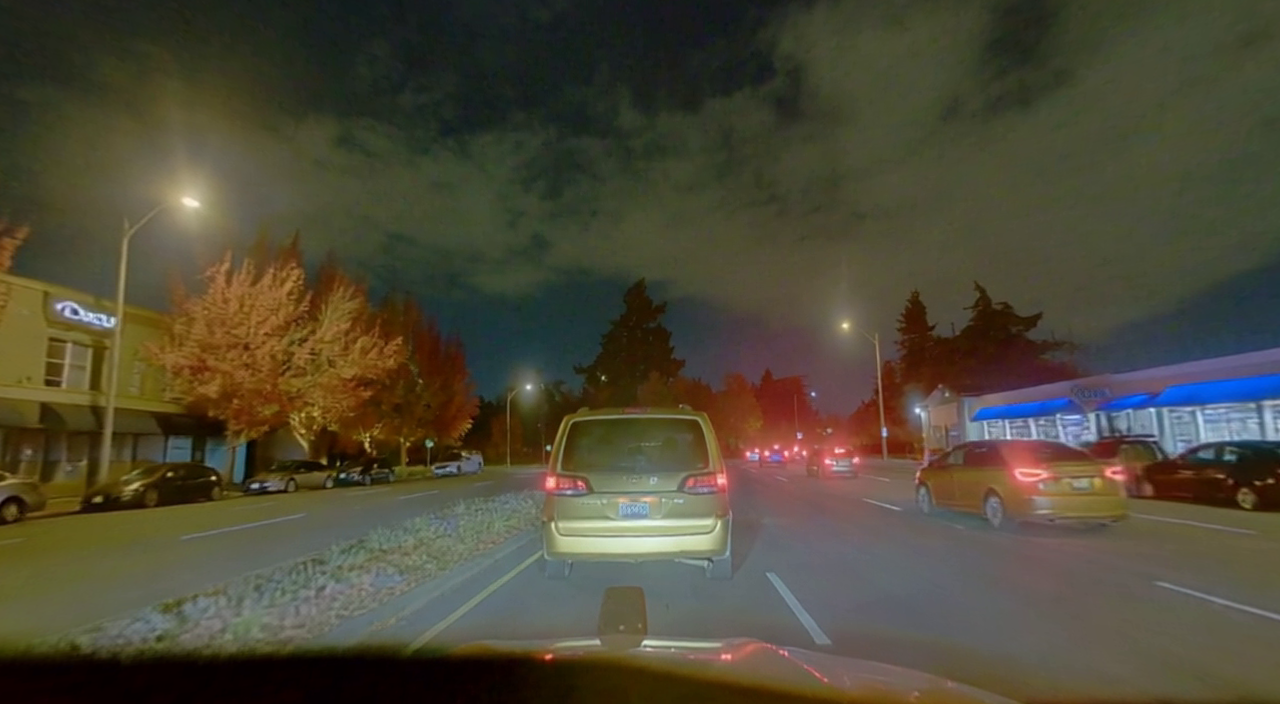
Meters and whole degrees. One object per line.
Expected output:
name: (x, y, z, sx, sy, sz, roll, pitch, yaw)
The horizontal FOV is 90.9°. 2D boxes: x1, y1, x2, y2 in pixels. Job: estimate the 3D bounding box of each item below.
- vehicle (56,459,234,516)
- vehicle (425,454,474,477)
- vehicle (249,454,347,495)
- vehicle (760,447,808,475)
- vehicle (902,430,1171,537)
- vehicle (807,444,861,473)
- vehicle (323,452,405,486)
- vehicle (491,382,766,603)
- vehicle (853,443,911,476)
vehicle: (-15.119, 4.117, 19.672, 1.877, 1.445, 4.436, 0, -8, 2)
vehicle: (-13.758, 8.225, 45.901, 1.995, 1.466, 4.580, 0, -8, 2)
vehicle: (-14.884, 5.325, 27.734, 1.947, 1.558, 4.065, 0, -8, 1)
vehicle: (8.292, 6.276, 36.639, 1.886, 1.464, 4.290, 0, -8, 1)
vehicle: (6.788, 2.273, 11.663, 1.928, 1.529, 4.917, 0, -8, 2)
vehicle: (12.201, 6.711, 39.935, 2.040, 1.738, 4.414, 0, -8, 1)
vehicle: (-14.435, 6.122, 33.357, 1.921, 1.621, 4.930, 0, -8, 2)
vehicle: (0.011, 1.535, 7.808, 2.344, 1.863, 4.665, 0, -8, 3)
vehicle: (15.291, 6.788, 40.132, 1.993, 1.969, 4.747, 0, -9, 2)
